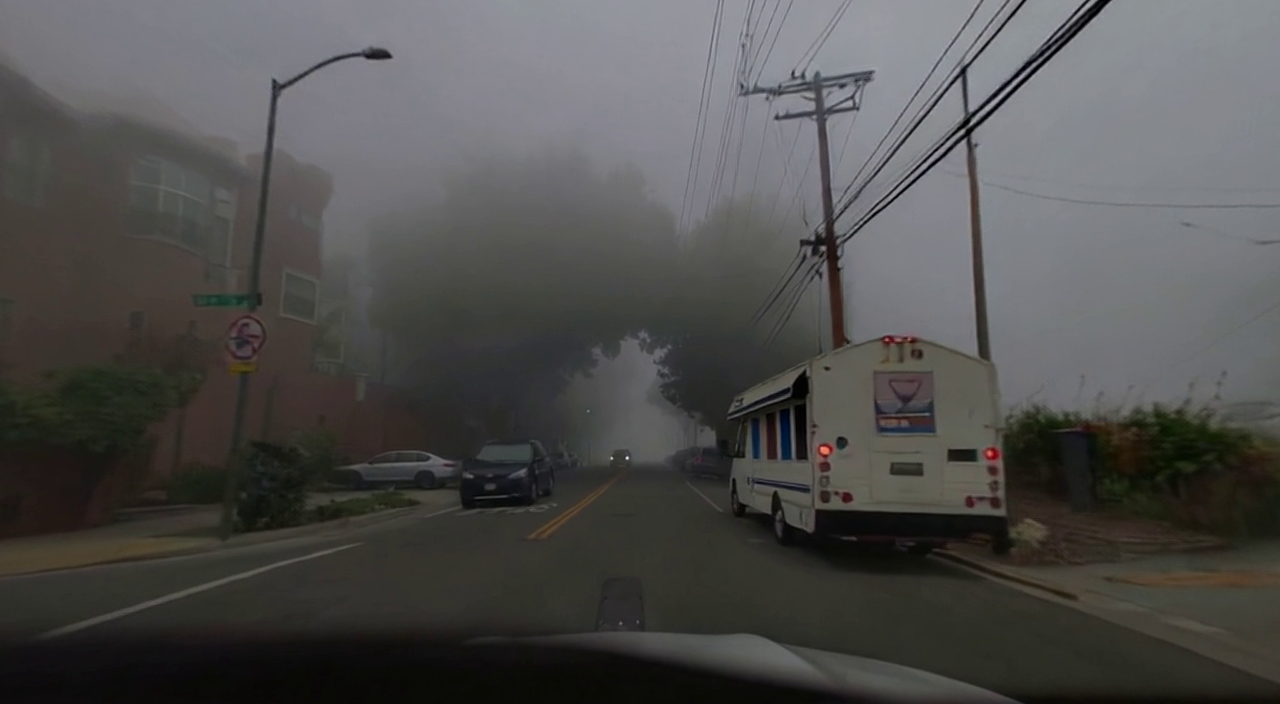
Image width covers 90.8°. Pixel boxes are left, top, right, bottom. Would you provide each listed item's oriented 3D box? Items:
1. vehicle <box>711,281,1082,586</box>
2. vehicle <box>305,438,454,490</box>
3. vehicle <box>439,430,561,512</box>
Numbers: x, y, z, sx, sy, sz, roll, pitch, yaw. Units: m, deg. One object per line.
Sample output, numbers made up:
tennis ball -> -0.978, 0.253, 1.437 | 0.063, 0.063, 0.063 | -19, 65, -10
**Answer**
vehicle -> 3.204, 1.403, 10.841 | 2.886, 3.321, 7.809 | 0, -8, -1
vehicle -> -10.118, 4.434, 24.951 | 5.093, 1.855, 2.338 | 3, -11, -18
vehicle -> -3.185, 2.800, 15.331 | 1.952, 1.708, 4.096 | 0, -8, 1
